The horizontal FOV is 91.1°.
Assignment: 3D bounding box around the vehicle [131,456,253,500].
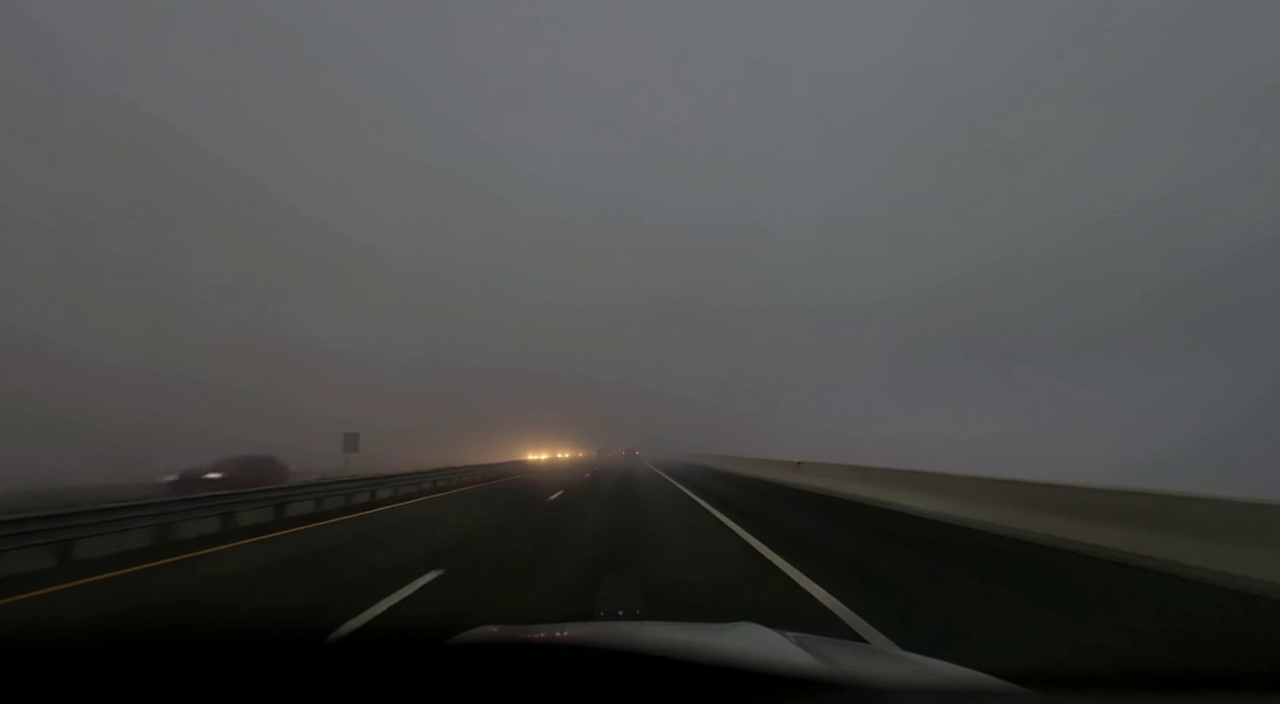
[{"bbox_3d":[-16.984,4.774,24.113,1.845,1.505,3.833,0,-9,-1],"label":"vehicle"}]
